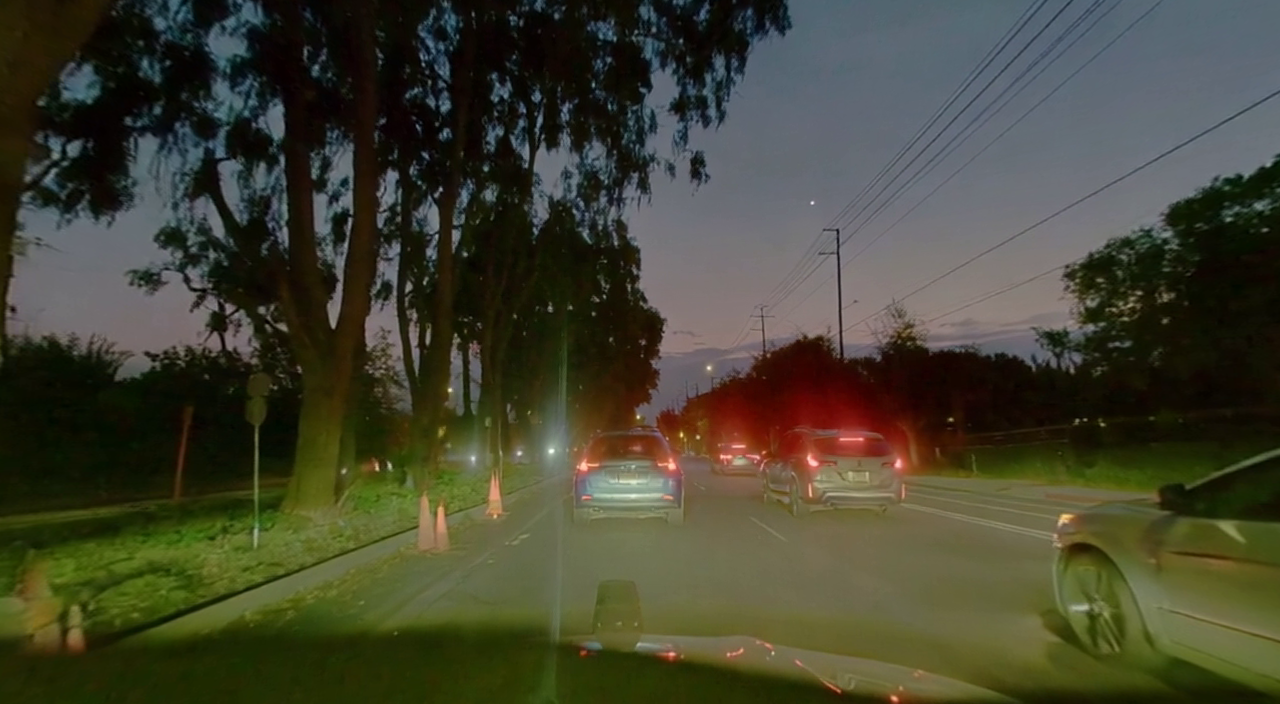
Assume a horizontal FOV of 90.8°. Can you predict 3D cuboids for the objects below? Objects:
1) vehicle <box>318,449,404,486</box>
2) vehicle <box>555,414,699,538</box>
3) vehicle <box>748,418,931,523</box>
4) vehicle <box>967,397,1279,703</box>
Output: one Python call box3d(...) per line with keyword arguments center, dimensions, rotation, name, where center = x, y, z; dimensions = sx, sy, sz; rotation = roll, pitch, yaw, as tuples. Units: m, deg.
box3d(center=(-12.345, 5.119, 28.282), dimensions=(1.836, 1.451, 4.456), rotation=(0, -8, 0), name="vehicle")
box3d(center=(-0.238, 2.062, 11.107), dimensions=(2.050, 1.745, 3.915), rotation=(0, -8, -1), name="vehicle")
box3d(center=(3.788, 2.341, 13.076), dimensions=(2.116, 1.726, 4.672), rotation=(0, -8, -2), name="vehicle")
box3d(center=(3.425, 0.891, 2.331), dimensions=(1.977, 1.460, 4.565), rotation=(0, -8, 0), name="vehicle")
